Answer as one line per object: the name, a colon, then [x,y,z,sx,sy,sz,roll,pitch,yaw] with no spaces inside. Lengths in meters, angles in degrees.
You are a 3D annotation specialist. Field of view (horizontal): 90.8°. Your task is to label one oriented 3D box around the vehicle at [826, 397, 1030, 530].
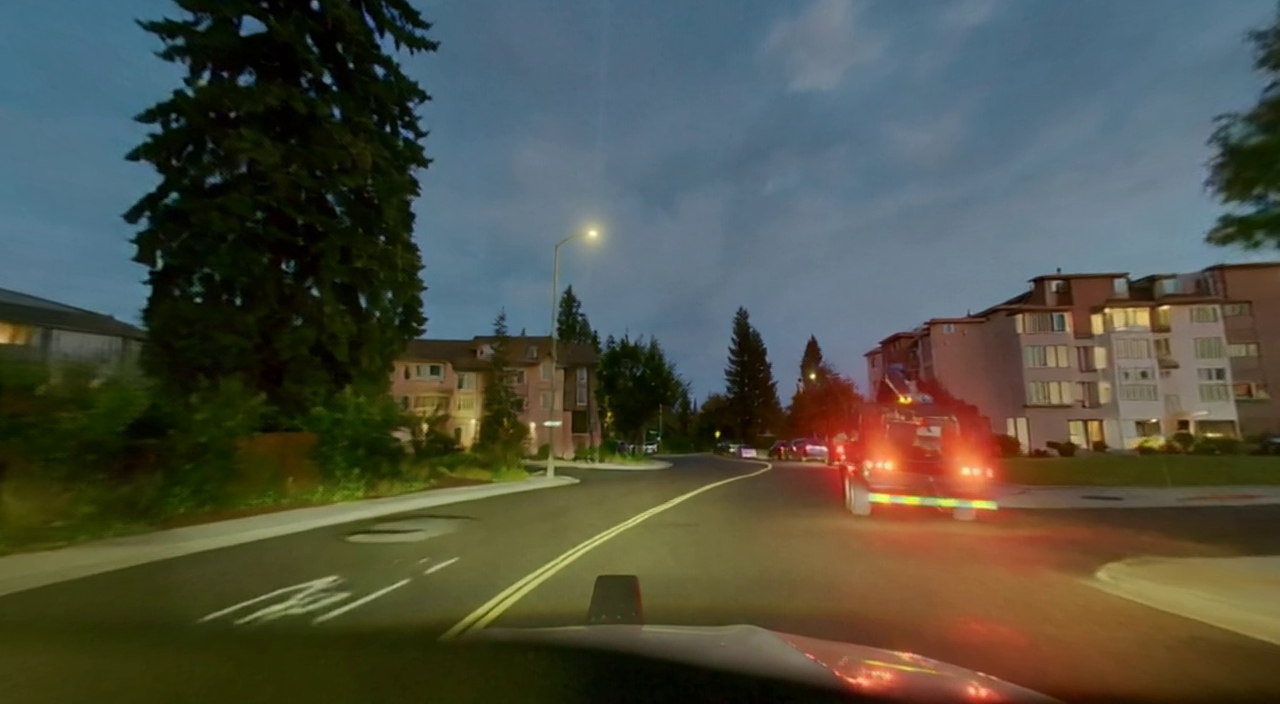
vehicle: [5.555,2.291,13.598,2.874,2.021,7.293,-2,-9,16]
